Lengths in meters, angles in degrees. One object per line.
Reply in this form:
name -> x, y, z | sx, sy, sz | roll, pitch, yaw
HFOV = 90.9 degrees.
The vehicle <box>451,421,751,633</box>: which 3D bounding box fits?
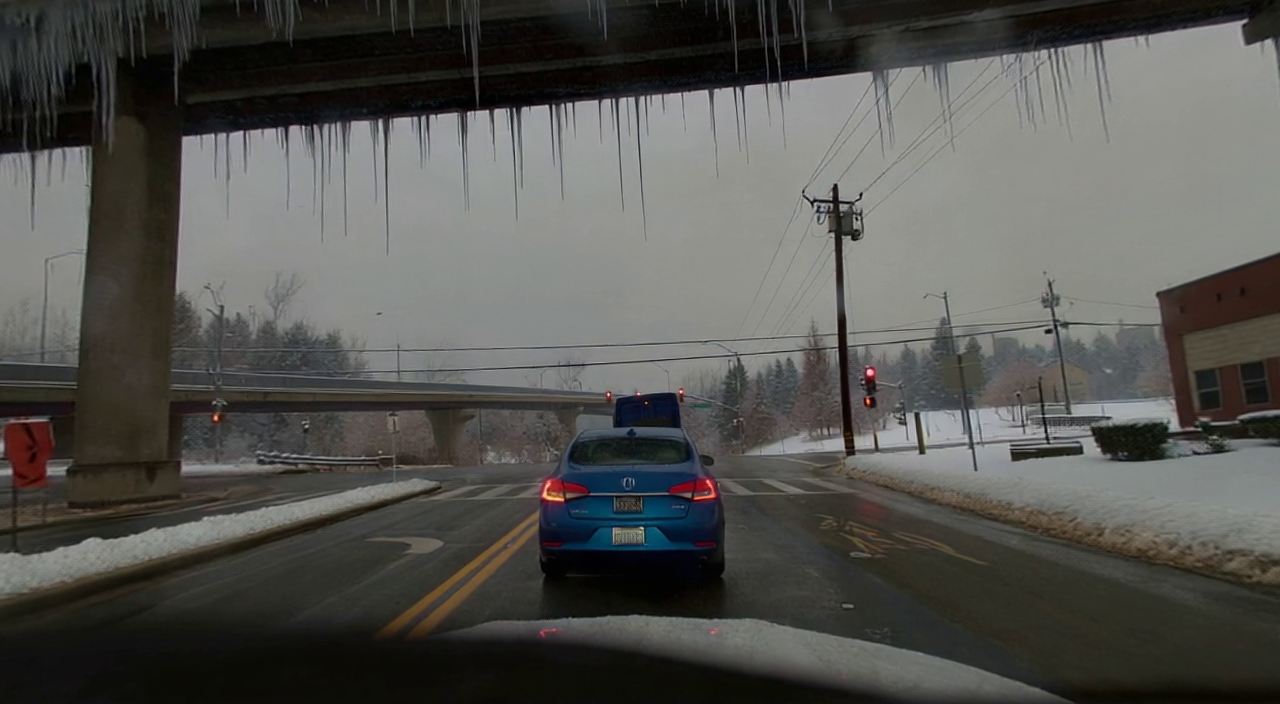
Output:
vehicle -> -0.236, 1.530, 6.482 | 2.090, 1.458, 4.033 | -1, -9, 1
